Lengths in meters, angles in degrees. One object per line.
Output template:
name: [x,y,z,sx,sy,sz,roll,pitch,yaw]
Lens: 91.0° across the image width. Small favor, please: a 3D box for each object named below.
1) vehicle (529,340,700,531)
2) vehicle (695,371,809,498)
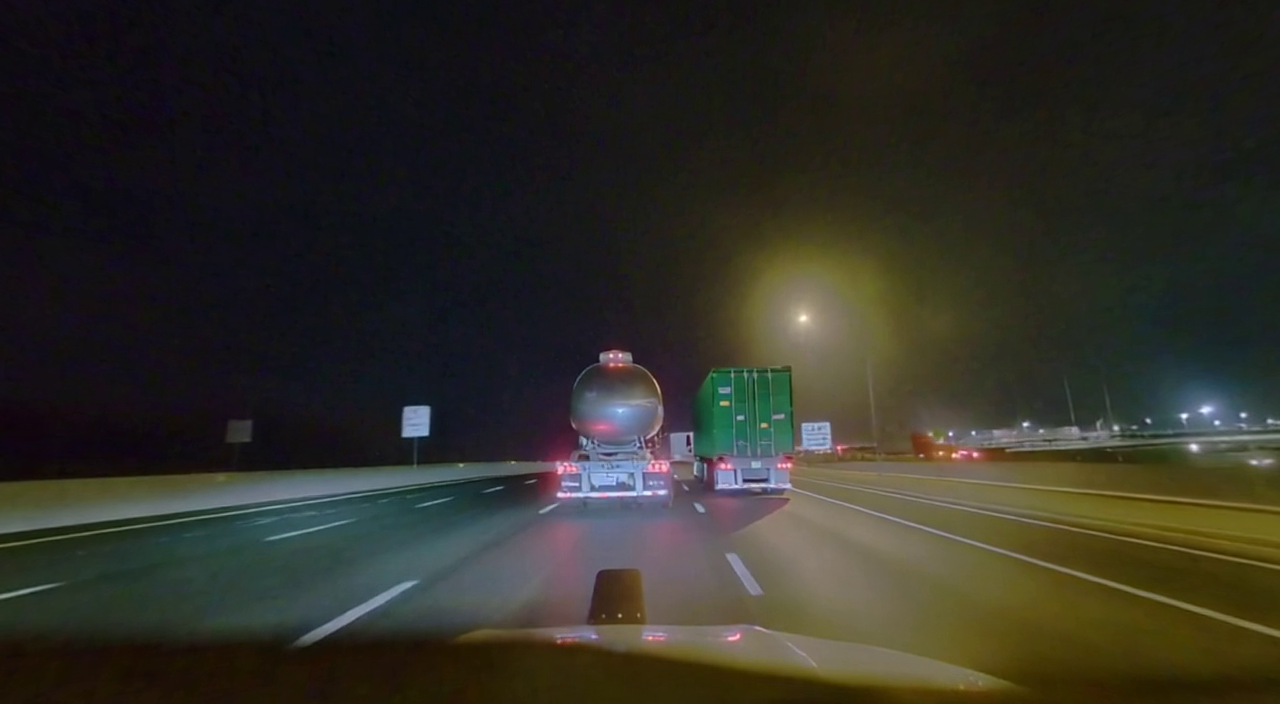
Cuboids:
vehicle: [-0.194,2.773,20.738,3.267,3.655,17.154,0,-8,2]
vehicle: [4.036,3.432,25.634,2.942,4.003,11.297,0,-9,2]
